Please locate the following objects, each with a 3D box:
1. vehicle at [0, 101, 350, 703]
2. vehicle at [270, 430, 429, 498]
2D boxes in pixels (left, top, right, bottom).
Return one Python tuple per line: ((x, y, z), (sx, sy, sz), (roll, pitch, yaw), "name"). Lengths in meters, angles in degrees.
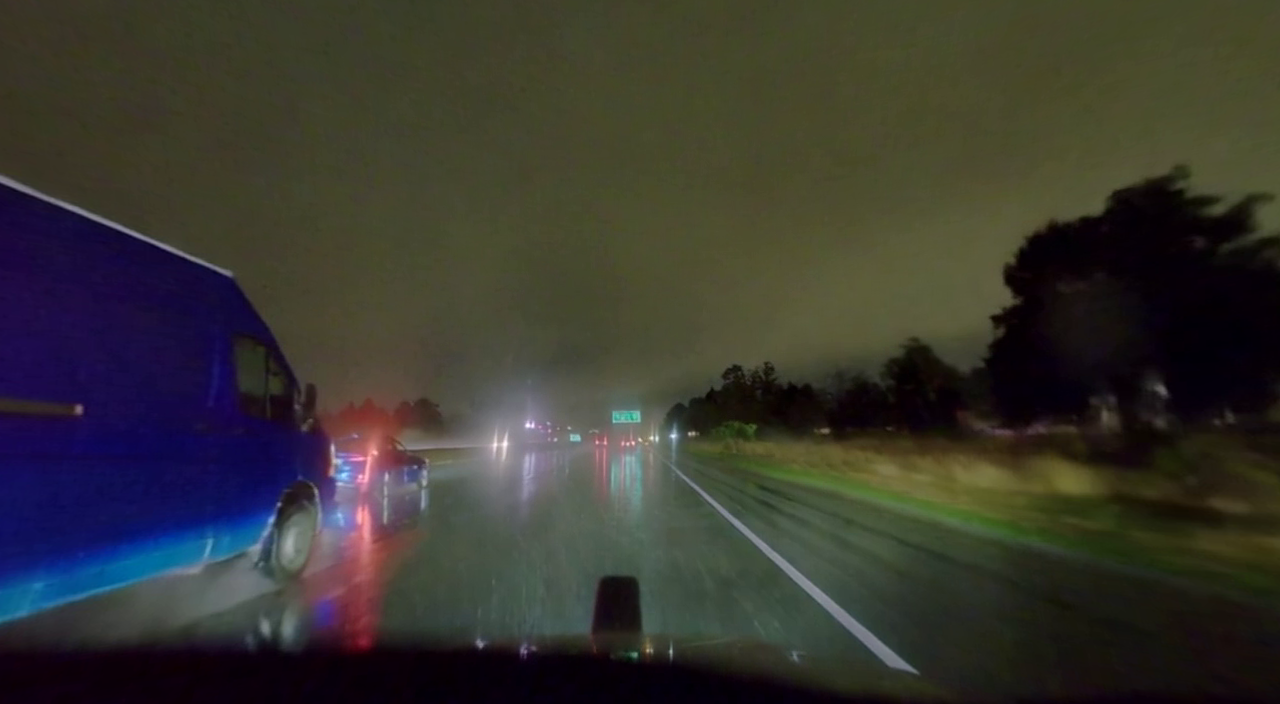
((-4.134, 0.204, 2.463), (2.428, 2.782, 7.330), (0, -8, 0), "vehicle")
((-7.047, 2.729, 15.841), (1.949, 1.465, 4.318), (0, -8, 0), "vehicle")
